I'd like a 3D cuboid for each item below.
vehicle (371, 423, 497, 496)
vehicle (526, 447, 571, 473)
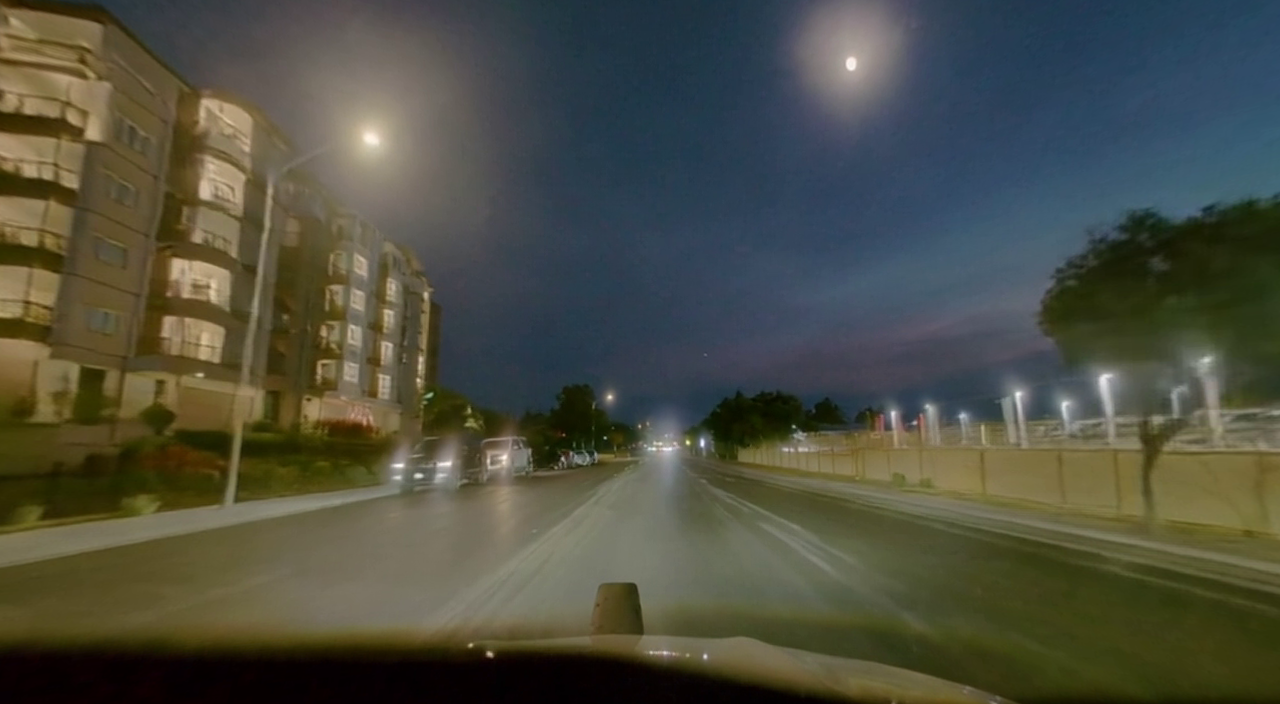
[{"bbox_3d":[-6.361,3.395,20.278,2.192,1.965,4.917,2,-8,1],"label":"vehicle"},{"bbox_3d":[-5.763,6.840,40.370,1.914,1.417,4.750,2,-8,2],"label":"vehicle"}]
